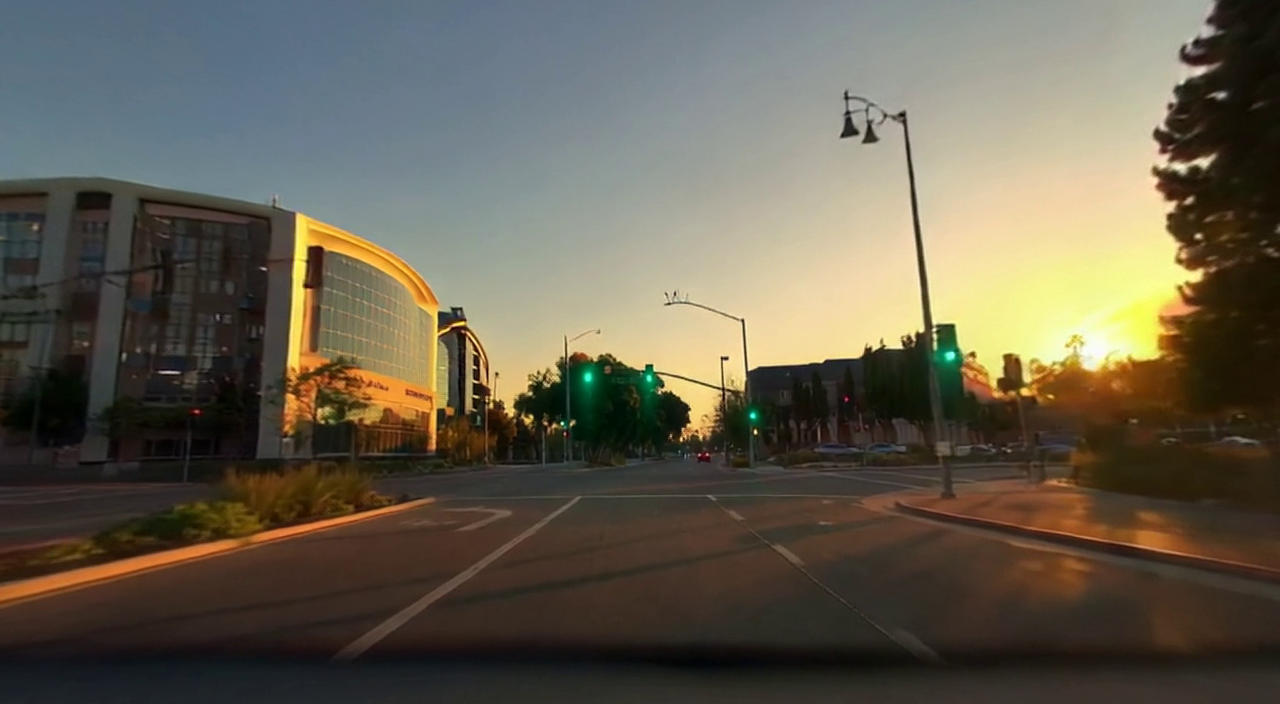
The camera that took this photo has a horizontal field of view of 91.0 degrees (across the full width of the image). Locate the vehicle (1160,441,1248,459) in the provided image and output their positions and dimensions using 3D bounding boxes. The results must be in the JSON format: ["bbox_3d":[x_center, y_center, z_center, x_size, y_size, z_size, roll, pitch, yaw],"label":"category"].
[{"bbox_3d":[41.282,7.199,46.157,4.337,1.300,1.868,-2,-9,10],"label":"vehicle"}]
